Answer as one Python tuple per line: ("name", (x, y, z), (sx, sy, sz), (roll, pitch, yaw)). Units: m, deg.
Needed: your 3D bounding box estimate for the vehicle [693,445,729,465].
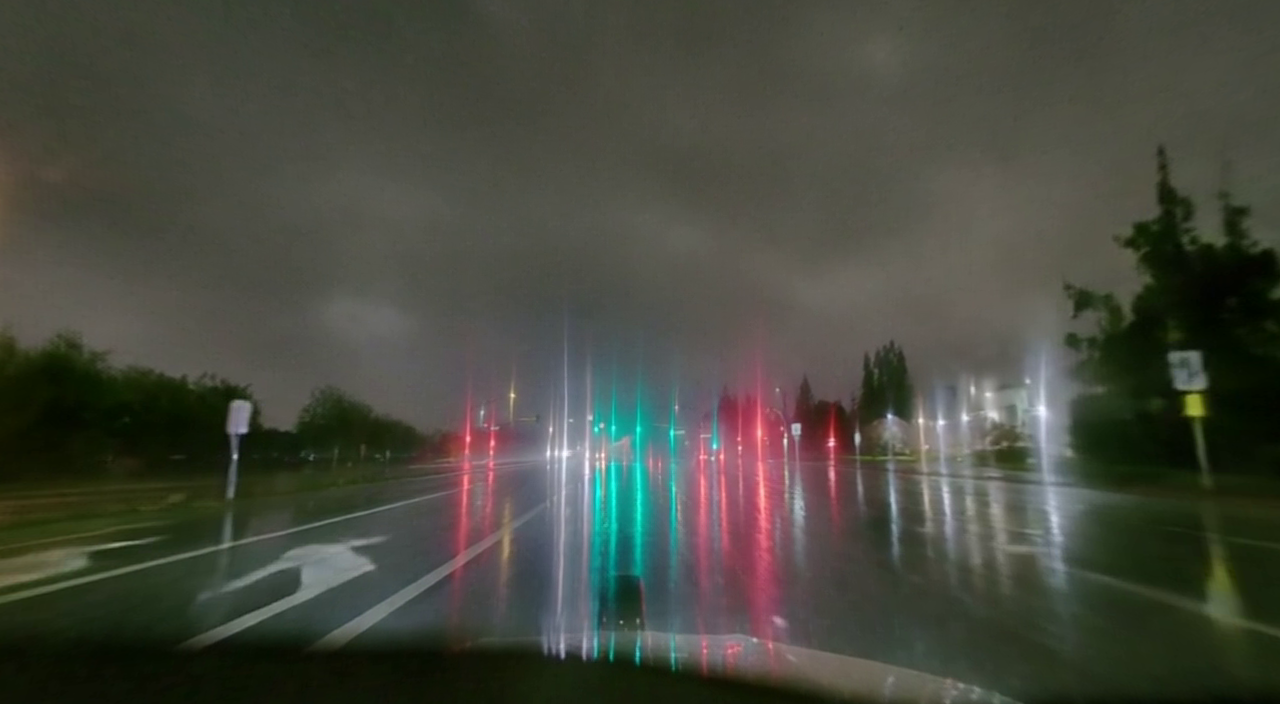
("vehicle", (5.409, 7.920, 48.738), (2.187, 1.475, 4.529), (0, -8, -2))
